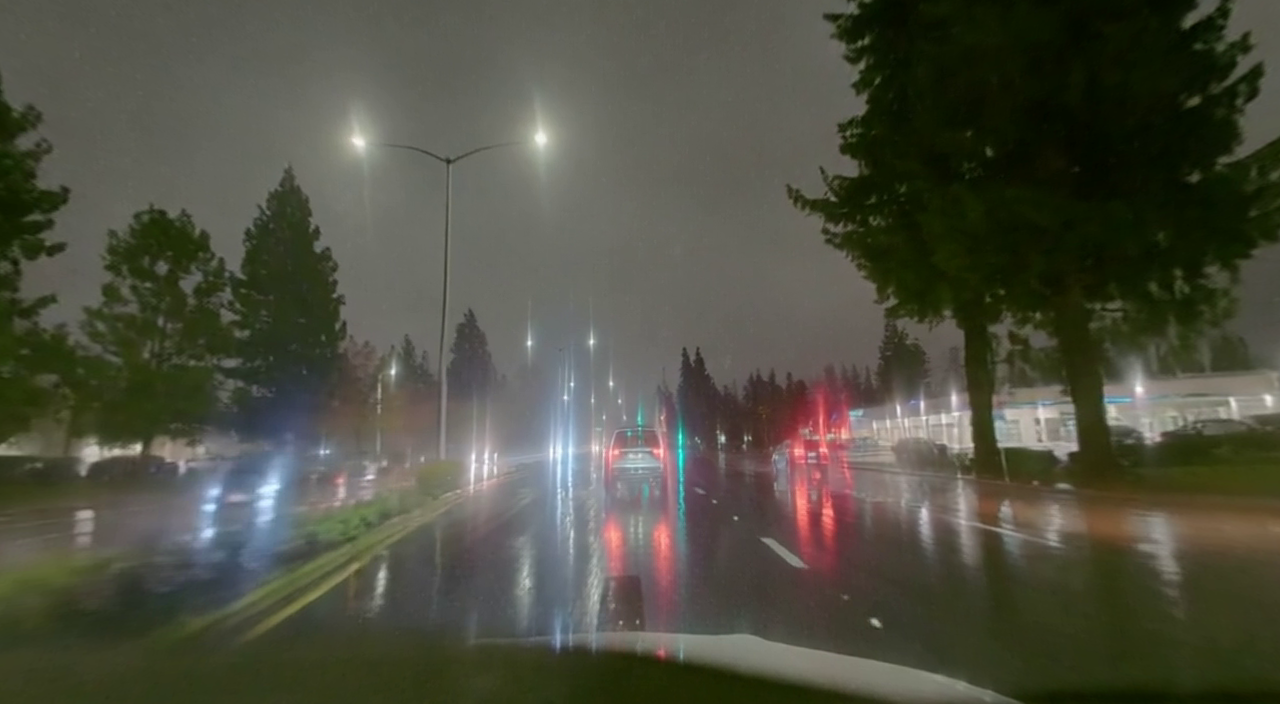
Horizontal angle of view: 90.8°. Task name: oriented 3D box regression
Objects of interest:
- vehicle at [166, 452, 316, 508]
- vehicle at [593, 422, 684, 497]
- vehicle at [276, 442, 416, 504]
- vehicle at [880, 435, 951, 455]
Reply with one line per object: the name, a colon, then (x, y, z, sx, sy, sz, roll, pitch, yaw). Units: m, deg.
vehicle: (-12.395, 3.962, 20.054, 1.866, 1.491, 4.495, 0, -8, -1)
vehicle: (-0.213, 3.105, 18.651, 2.300, 1.870, 4.936, 0, -8, -4)
vehicle: (-8.643, 3.562, 19.091, 2.120, 1.628, 4.331, 0, -8, 0)
vehicle: (20.603, 6.963, 47.401, 4.339, 1.456, 2.030, 0, -8, -3)
